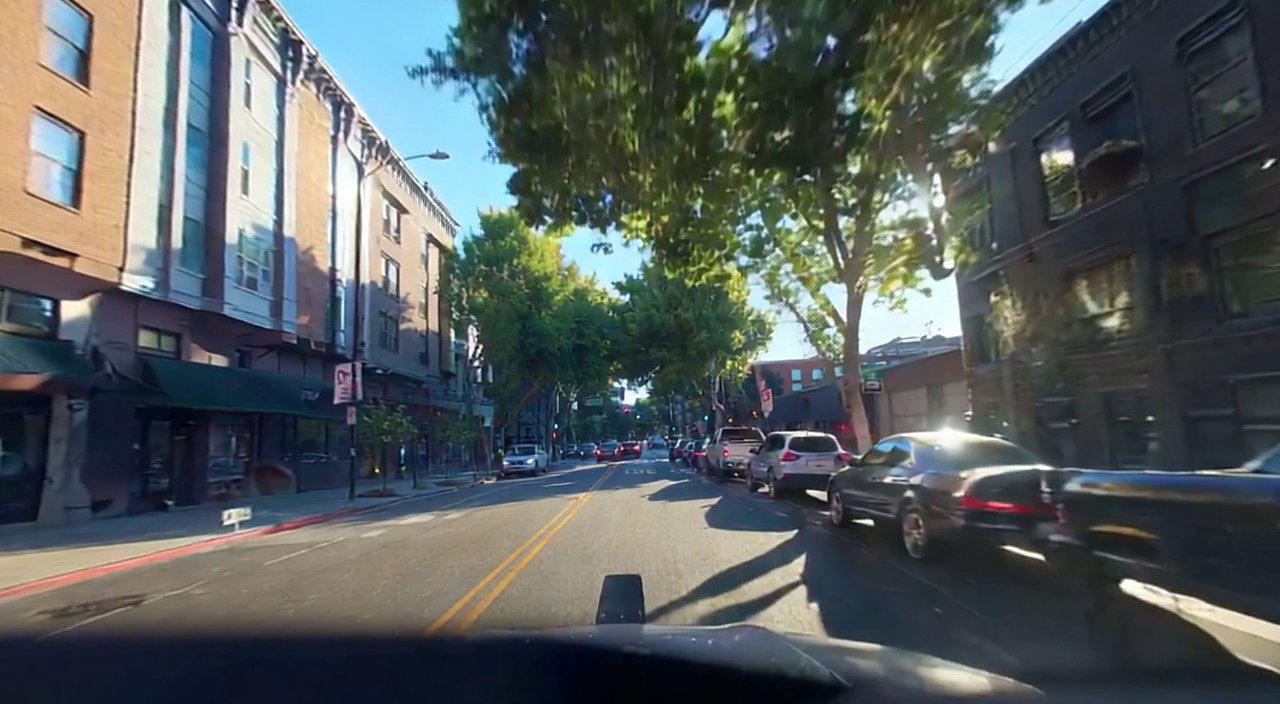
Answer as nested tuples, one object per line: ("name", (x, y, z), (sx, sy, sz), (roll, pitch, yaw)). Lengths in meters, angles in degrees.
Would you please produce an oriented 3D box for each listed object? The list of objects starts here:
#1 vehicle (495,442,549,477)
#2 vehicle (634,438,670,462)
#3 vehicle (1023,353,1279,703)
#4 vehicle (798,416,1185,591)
("vehicle", (-6.367, 5.826, 34.611), (2.013, 1.772, 4.439), (0, -8, 2))
("vehicle", (0.941, 7.133, 46.213), (2.111, 1.619, 4.077), (-1, -8, 8))
("vehicle", (3.540, 0.743, 1.884), (1.996, 1.642, 4.472), (0, -8, 0))
("vehicle", (3.637, 1.658, 7.916), (2.066, 1.494, 4.843), (0, -8, 0))
